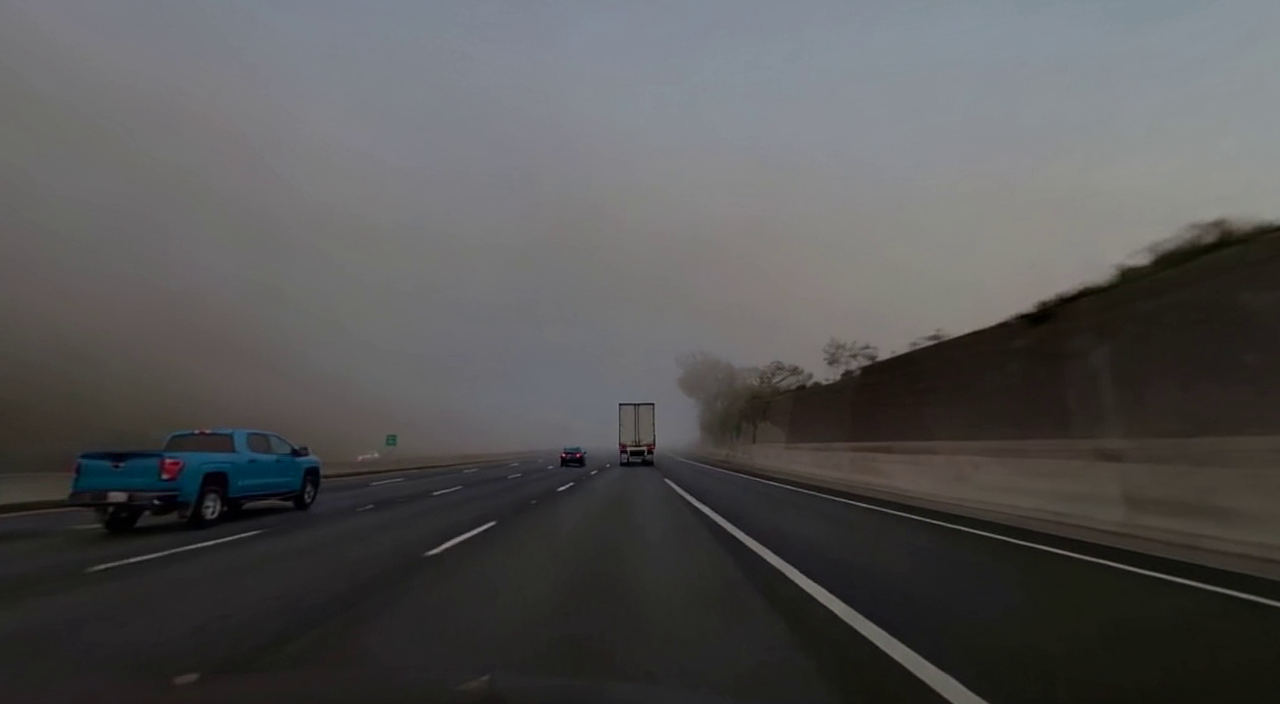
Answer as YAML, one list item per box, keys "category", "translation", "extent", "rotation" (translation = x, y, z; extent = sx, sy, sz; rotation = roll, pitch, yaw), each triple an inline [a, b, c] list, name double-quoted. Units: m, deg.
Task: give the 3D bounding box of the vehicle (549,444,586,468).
- category: "vehicle"
  translation: [-4.855, 7.017, 42.732]
  extent: [1.983, 1.508, 4.060]
  rotation: [0, -9, 0]

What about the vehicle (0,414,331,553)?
- category: "vehicle"
  translation: [-7.902, 2.155, 11.154]
  extent: [2.113, 1.837, 5.339]
  rotation: [0, -9, 0]
